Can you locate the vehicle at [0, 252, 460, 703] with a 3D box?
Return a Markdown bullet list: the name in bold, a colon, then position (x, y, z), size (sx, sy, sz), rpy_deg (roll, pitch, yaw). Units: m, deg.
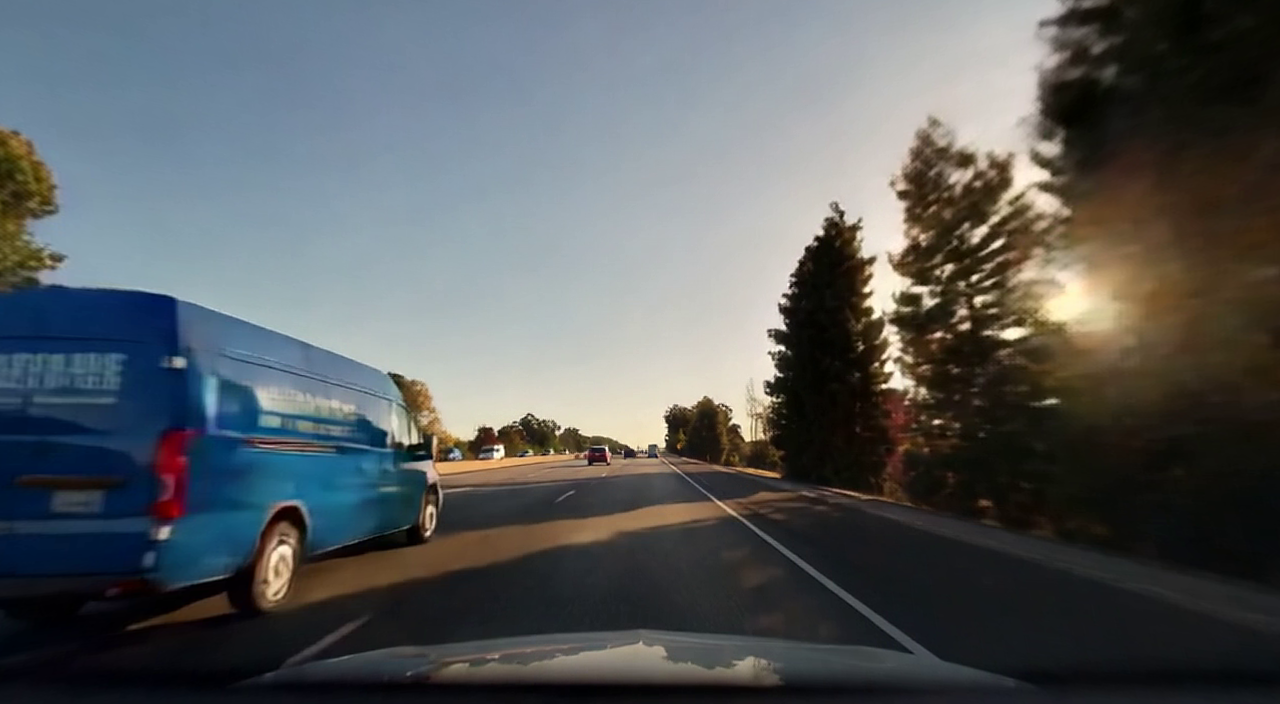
- **vehicle**: position (-3.627, 1.040, 5.712), size (2.360, 2.367, 5.223), rpy_deg (0, -8, 1)
